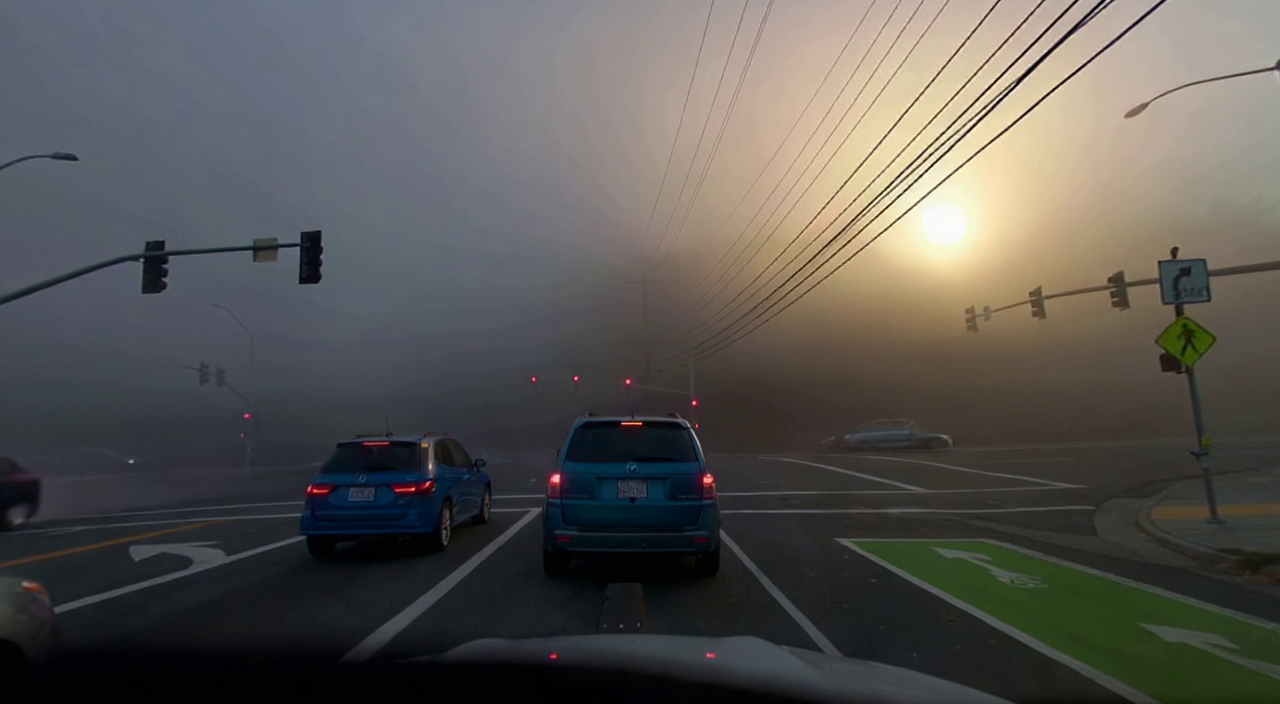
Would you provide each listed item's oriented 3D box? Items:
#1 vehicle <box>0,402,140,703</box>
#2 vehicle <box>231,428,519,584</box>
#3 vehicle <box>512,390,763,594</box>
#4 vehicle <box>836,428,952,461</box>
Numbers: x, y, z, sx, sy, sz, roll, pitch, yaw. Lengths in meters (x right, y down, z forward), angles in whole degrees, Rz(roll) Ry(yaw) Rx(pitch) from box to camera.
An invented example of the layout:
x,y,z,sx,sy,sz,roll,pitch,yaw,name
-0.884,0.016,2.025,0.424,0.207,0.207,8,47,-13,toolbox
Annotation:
x,y,z,sx,sy,sz,roll,pitch,yaw,name
-3.348,0.658,0.442,1.928,1.488,4.936,0,-8,1,vehicle
-2.928,1.766,8.010,1.969,1.486,3.702,0,-8,1,vehicle
-0.055,1.519,7.623,2.182,1.773,4.041,0,-8,-1,vehicle
11.748,4.294,29.299,4.715,1.438,2.023,-5,-10,29,vehicle
